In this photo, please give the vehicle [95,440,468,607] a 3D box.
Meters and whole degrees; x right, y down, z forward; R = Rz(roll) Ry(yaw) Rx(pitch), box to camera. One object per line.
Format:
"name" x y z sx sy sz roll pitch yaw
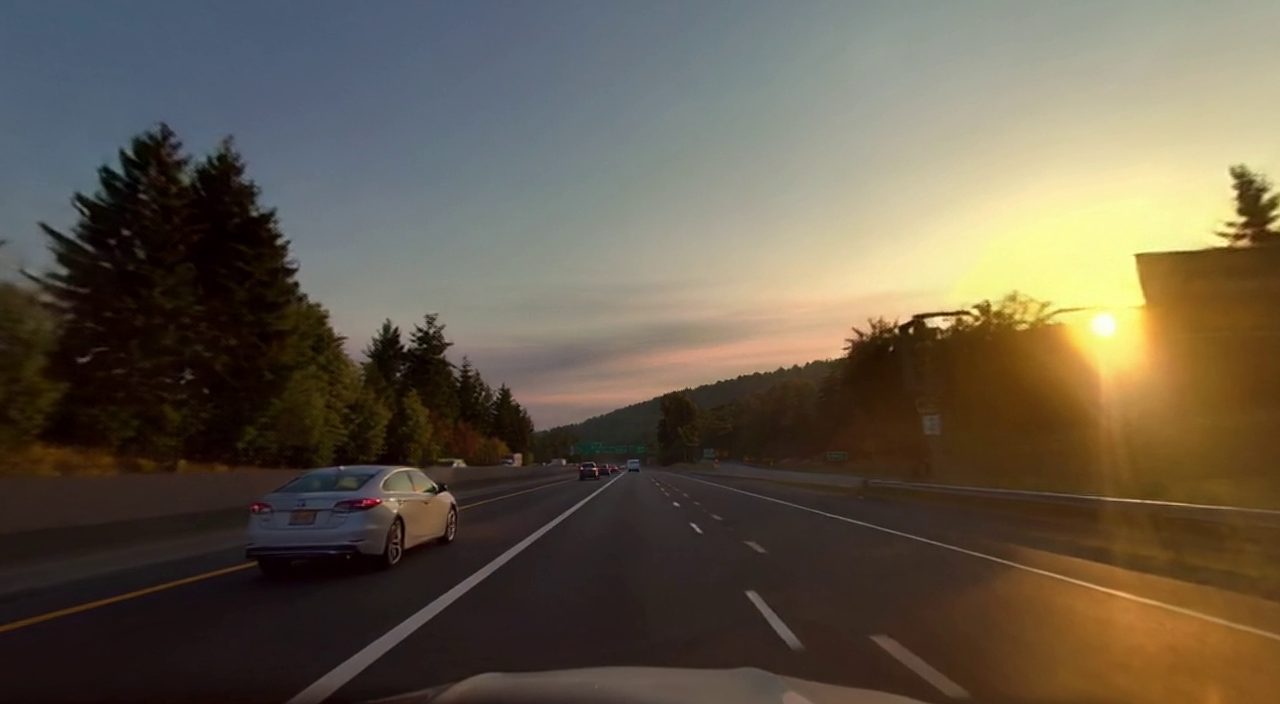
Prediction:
"vehicle" -3.803 1.945 7.891 1.998 1.427 4.462 1 -11 0
